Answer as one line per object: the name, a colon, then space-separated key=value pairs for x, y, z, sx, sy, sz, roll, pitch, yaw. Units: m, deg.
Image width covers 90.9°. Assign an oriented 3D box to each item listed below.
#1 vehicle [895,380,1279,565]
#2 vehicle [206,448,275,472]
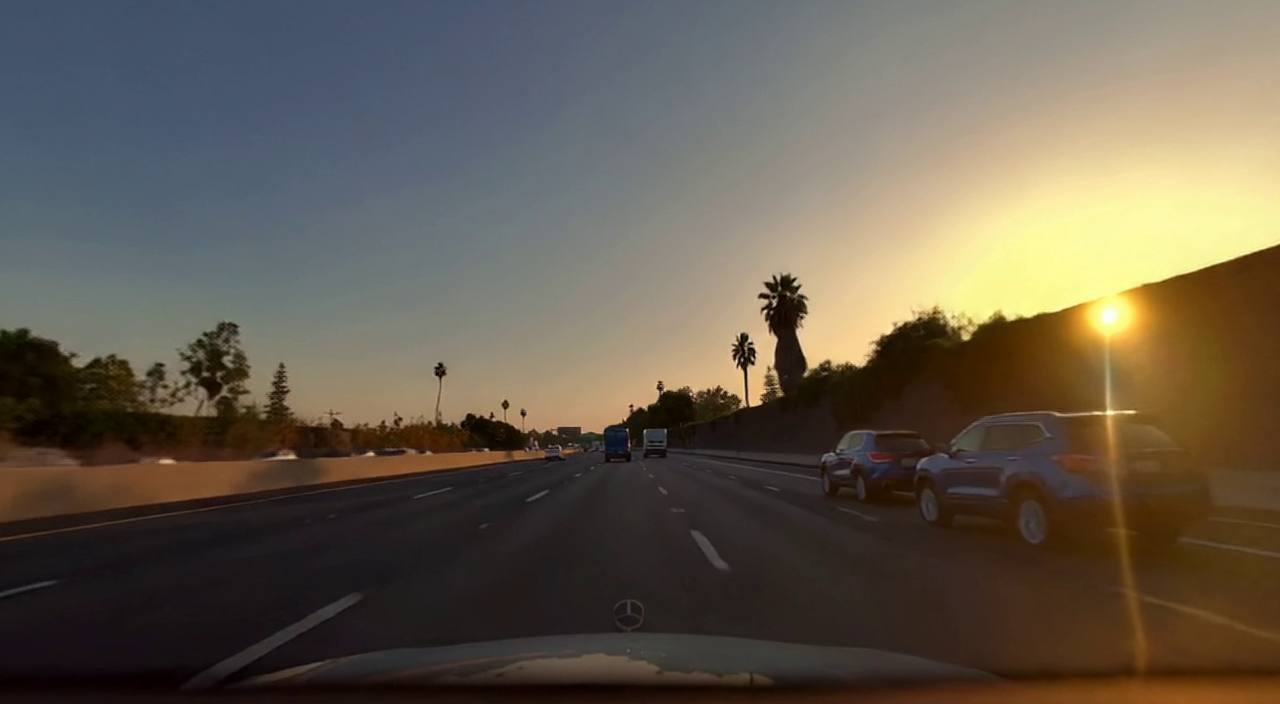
vehicle: x=6.436 y=1.803 z=10.180 sx=2.408 sy=2.210 sz=4.999 roll=0 pitch=-8 yaw=-2
vehicle: x=-26.251 y=7.075 z=41.613 sx=2.023 sy=1.493 sz=3.907 roll=0 pitch=-8 yaw=-2
